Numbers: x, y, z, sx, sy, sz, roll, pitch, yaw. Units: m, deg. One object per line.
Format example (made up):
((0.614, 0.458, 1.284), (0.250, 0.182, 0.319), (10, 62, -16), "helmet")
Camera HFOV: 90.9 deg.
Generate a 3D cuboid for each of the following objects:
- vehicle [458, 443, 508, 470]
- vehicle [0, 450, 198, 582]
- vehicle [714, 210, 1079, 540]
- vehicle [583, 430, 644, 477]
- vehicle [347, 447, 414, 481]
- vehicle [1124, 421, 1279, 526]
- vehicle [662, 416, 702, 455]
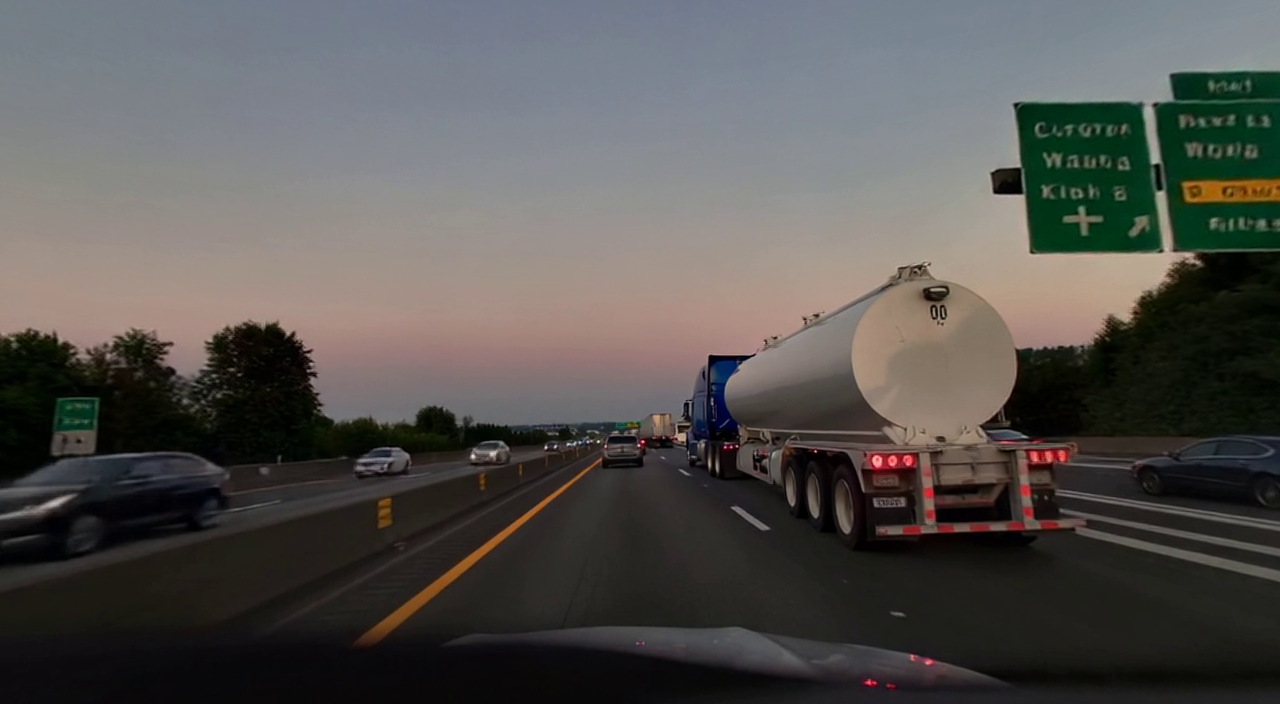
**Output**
((-9.319, 6.199, 37.793), (1.951, 1.460, 4.219), (0, -8, -1), "vehicle")
((-8.555, 2.121, 8.476), (1.894, 1.483, 4.624), (0, -8, -1), "vehicle")
((3.508, 0.827, 12.045), (2.826, 3.905, 9.262), (0, -8, -1), "vehicle")
((-0.872, 3.563, 22.401), (2.000, 1.510, 3.518), (0, -8, 0), "vehicle")
((-13.127, 5.650, 32.180), (1.905, 1.541, 4.030), (0, -8, -4), "vehicle")
((9.838, 1.805, 9.584), (1.739, 1.471, 3.889), (0, -8, -2), "vehicle")
((3.146, 6.378, 48.289), (2.475, 2.782, 4.986), (0, -8, -3), "vehicle")
